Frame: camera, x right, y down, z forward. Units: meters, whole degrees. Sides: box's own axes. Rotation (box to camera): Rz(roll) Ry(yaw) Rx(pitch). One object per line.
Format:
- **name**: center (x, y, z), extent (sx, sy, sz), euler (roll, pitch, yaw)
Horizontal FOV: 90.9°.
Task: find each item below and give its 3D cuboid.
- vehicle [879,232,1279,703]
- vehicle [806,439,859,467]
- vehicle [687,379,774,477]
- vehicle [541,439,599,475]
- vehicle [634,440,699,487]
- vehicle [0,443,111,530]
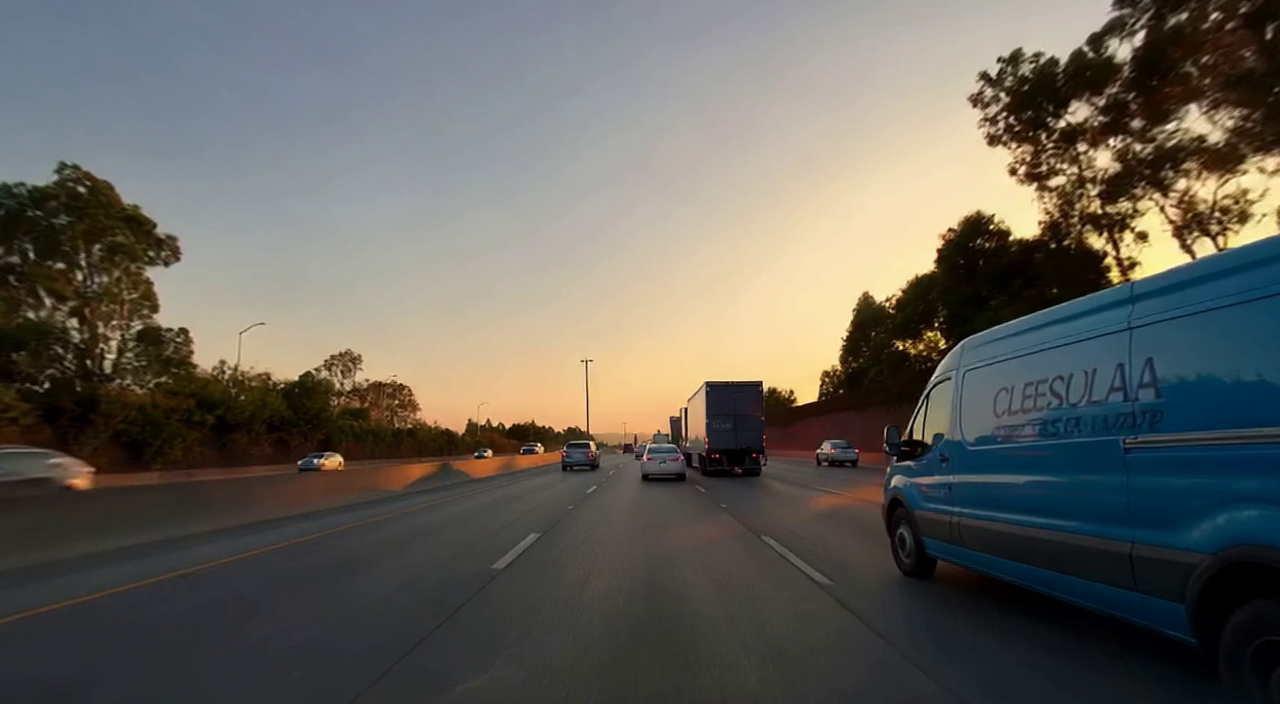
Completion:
- **vehicle**: center (3.516, 0.708, 3.049), extent (2.441, 2.017, 5.739), euler (0, -9, 0)
- **vehicle**: center (11.088, 5.861, 36.636), extent (1.870, 1.525, 3.680), euler (0, -9, 0)
- **vehicle**: center (4.229, 4.091, 32.677), extent (2.821, 4.077, 12.562), euler (0, -9, 1)
- **vehicle**: center (-3.257, 5.016, 30.289), extent (2.182, 1.601, 4.364), euler (-1, -9, 2)
- **vehicle**: center (0.833, 3.861, 22.147), extent (2.063, 1.469, 4.208), euler (0, -9, 0)
- **vehicle**: center (-15.894, 3.089, 14.448), extent (2.452, 1.967, 5.756), euler (0, -9, 1)
